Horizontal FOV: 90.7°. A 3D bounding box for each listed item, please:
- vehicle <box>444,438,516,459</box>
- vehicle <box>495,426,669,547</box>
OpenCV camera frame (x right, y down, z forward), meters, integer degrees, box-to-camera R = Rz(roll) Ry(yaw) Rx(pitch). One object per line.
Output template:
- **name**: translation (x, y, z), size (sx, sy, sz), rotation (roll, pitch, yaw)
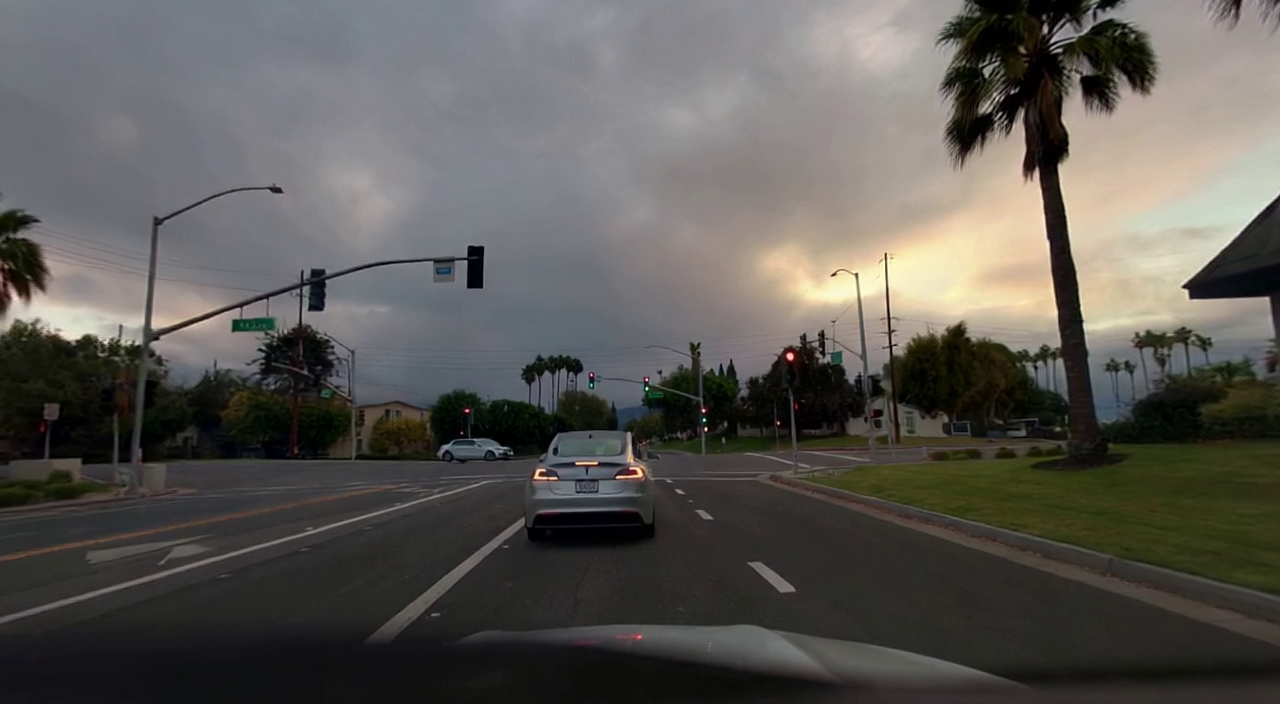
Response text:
- **vehicle**: translation (-11.469, 6.929, 45.506), size (4.541, 1.458, 1.964), rotation (7, -11, -41)
- **vehicle**: translation (-0.724, 1.989, 10.029), size (2.152, 1.478, 4.229), rotation (0, -8, 0)
